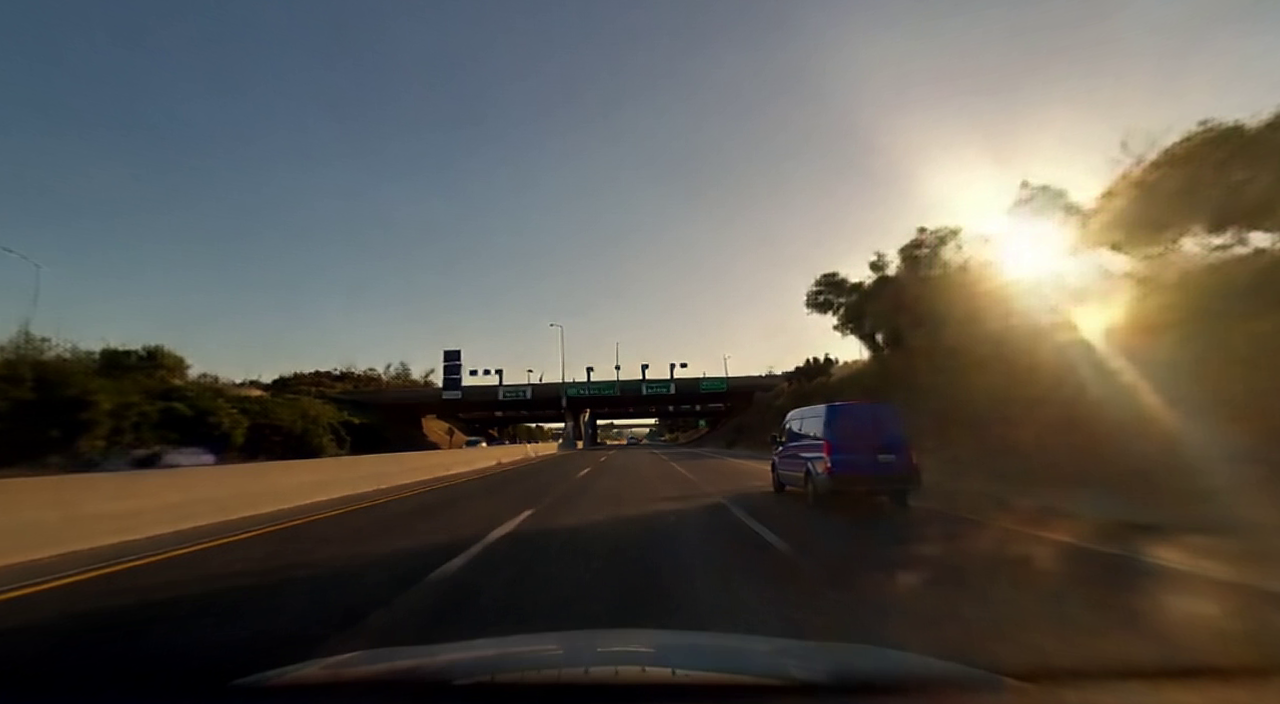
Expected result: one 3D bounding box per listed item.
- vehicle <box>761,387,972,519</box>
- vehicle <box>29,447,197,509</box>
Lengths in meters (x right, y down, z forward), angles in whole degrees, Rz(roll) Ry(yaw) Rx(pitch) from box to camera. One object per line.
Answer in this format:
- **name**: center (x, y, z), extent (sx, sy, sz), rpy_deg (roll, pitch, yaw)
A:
- **vehicle**: center (3.921, 1.864, 12.016), extent (2.161, 2.002, 4.631), rpy_deg (0, -8, -1)
- **vehicle**: center (-15.050, 3.564, 18.276), extent (1.798, 1.531, 3.578), rpy_deg (0, -8, -1)
